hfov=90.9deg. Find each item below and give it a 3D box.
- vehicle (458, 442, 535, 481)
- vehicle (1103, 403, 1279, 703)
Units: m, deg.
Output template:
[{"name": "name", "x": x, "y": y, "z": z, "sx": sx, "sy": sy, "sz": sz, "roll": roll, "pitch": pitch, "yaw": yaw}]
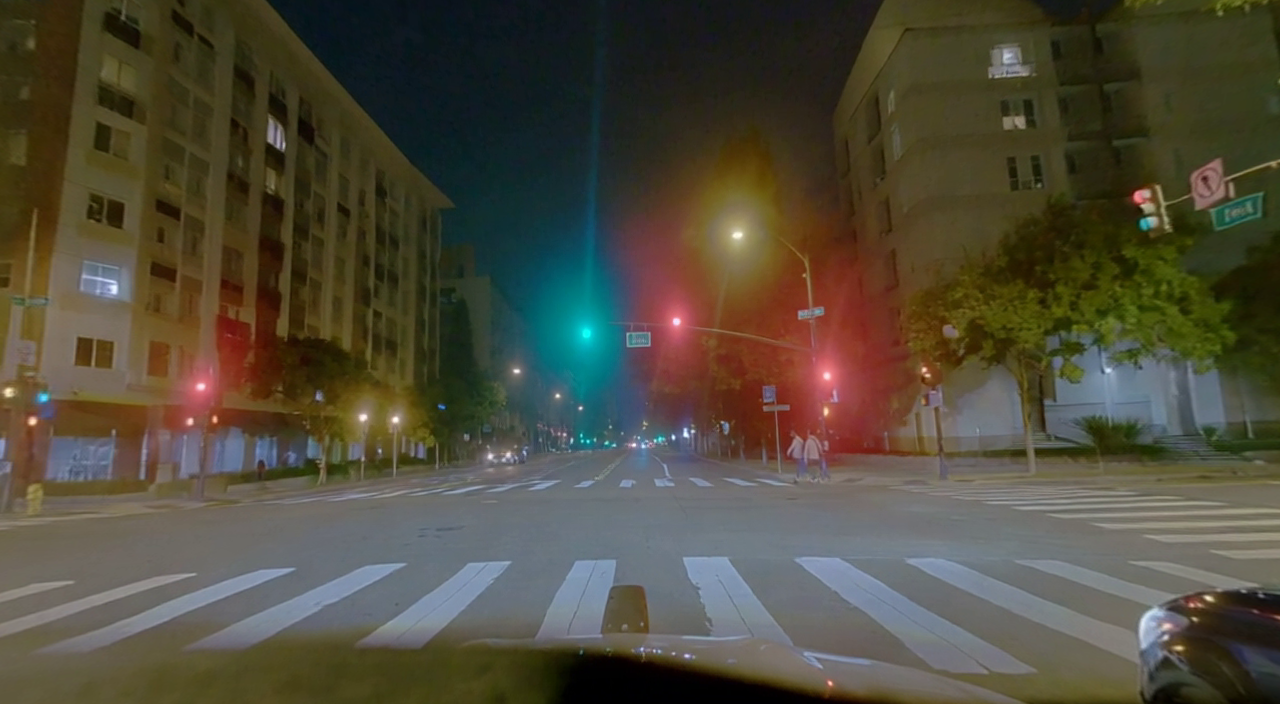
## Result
[{"name": "vehicle", "x": -5.882, "y": 4.542, "z": 26.480, "sx": 2.127, "sy": 1.473, "sz": 4.428, "roll": 0, "pitch": -8, "yaw": 1}, {"name": "vehicle", "x": 2.956, "y": 0.657, "z": 0.117, "sx": 2.039, "sy": 1.519, "sz": 4.846, "roll": 0, "pitch": -8, "yaw": 0}]
